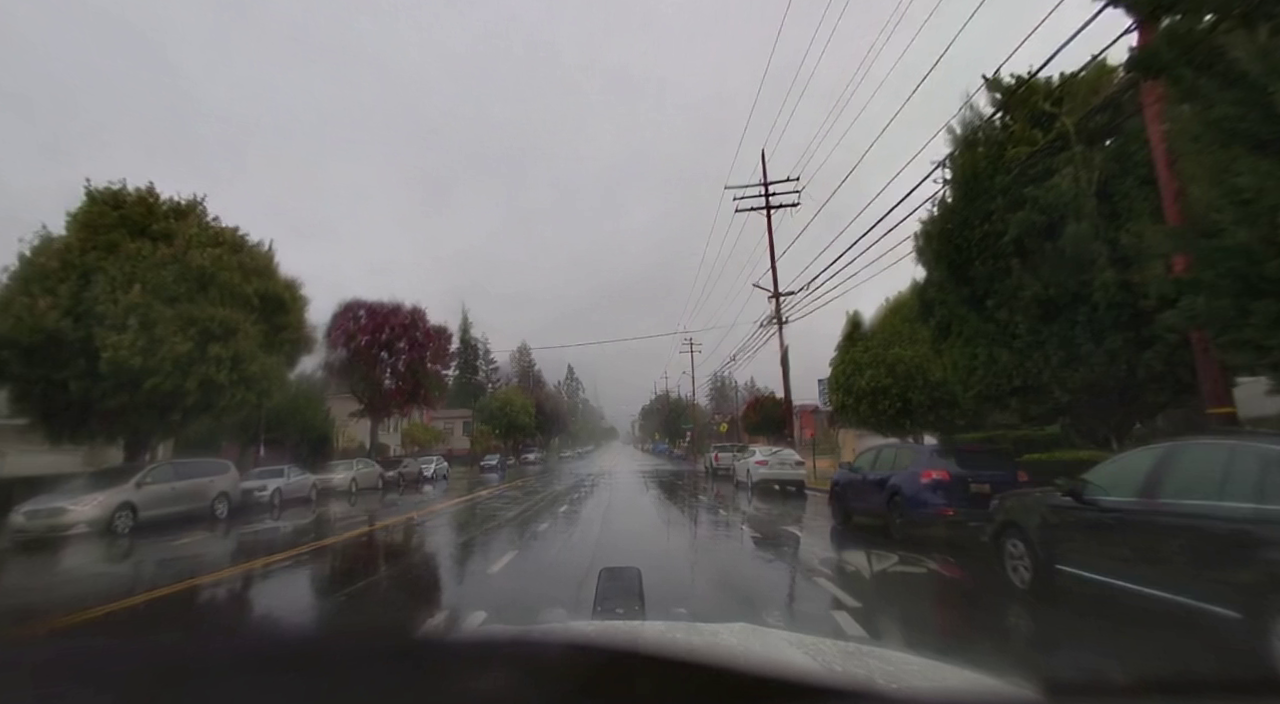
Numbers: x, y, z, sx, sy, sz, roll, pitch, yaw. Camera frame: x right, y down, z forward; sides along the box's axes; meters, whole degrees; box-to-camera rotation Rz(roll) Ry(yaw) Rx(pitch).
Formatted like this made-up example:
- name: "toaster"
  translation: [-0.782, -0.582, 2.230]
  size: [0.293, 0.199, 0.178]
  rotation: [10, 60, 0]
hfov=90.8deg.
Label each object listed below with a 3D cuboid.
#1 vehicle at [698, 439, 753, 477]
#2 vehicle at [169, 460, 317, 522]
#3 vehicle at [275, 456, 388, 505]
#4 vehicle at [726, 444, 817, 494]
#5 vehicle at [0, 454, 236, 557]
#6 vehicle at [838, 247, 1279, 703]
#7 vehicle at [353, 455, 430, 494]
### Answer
- name: "vehicle"
  translation: [4.296, 5.428, 32.481]
  size: [2.126, 1.802, 4.259]
  rotation: [0, -9, -2]
- name: "vehicle"
  translation: [-11.203, 3.906, 18.196]
  size: [1.689, 1.461, 4.008]
  rotation: [0, -9, -1]
- name: "vehicle"
  translation: [-11.051, 4.597, 23.084]
  size: [1.955, 1.522, 4.759]
  rotation: [0, -9, -3]
- name: "vehicle"
  translation: [4.227, 3.851, 21.151]
  size: [1.989, 1.471, 4.460]
  rotation: [0, -9, -1]
- name: "vehicle"
  translation: [-11.054, 3.060, 13.372]
  size: [2.061, 1.737, 4.370]
  rotation: [0, -9, 0]
- name: "vehicle"
  translation: [3.986, 0.829, 3.546]
  size: [3.500, 2.118, 6.308]
  rotation: [0, -7, -2]
- name: "vehicle"
  translation: [-11.034, 5.443, 28.365]
  size: [1.804, 1.513, 4.450]
  rotation: [0, -9, -3]
